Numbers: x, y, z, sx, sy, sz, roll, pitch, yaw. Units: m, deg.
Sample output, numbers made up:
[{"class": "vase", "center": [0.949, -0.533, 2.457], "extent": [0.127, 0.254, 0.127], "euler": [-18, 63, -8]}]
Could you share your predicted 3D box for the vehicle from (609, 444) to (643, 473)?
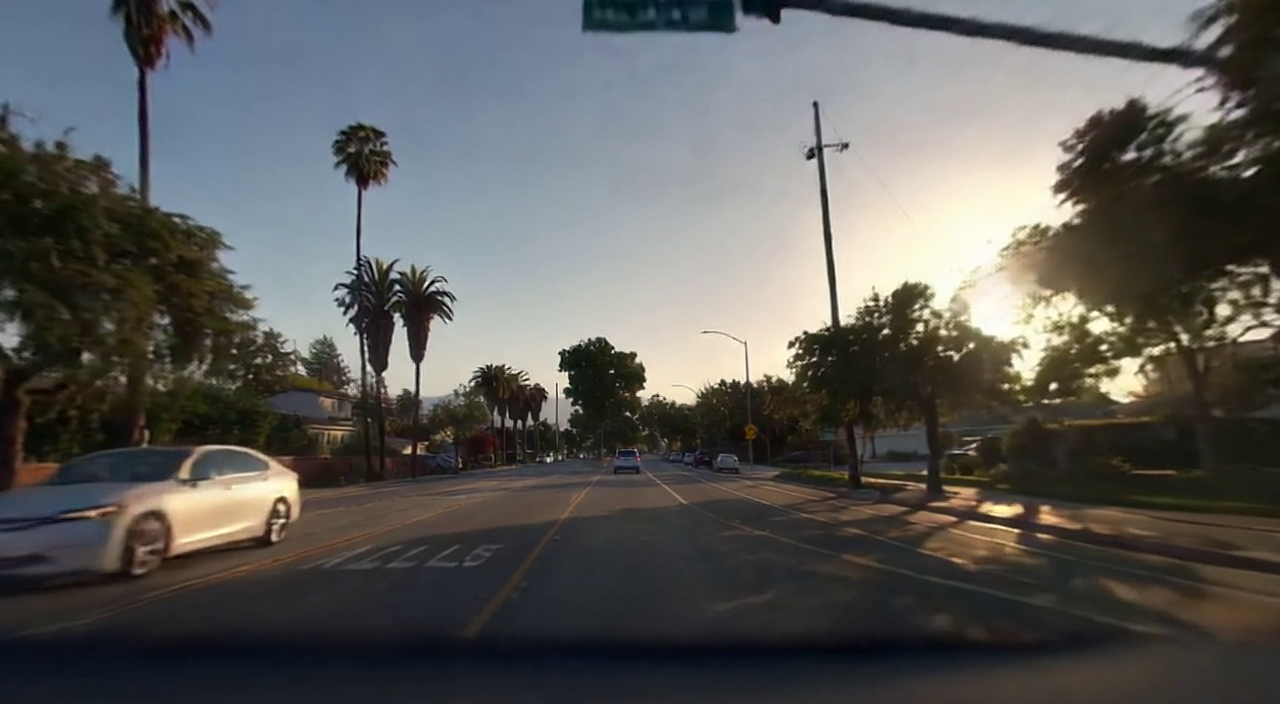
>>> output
[{"class": "vehicle", "center": [-1.038, 7.444, 44.254], "extent": [2.248, 1.833, 4.798], "euler": [0, -9, -3]}]

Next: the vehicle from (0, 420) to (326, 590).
[{"class": "vehicle", "center": [-6.208, 1.877, 8.435], "extent": [1.983, 1.684, 3.938], "euler": [-1, -9, 0]}]

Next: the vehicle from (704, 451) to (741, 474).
[{"class": "vehicle", "center": [5.862, 7.943, 45.498], "extent": [1.947, 1.505, 4.759], "euler": [-1, -9, 0]}]
